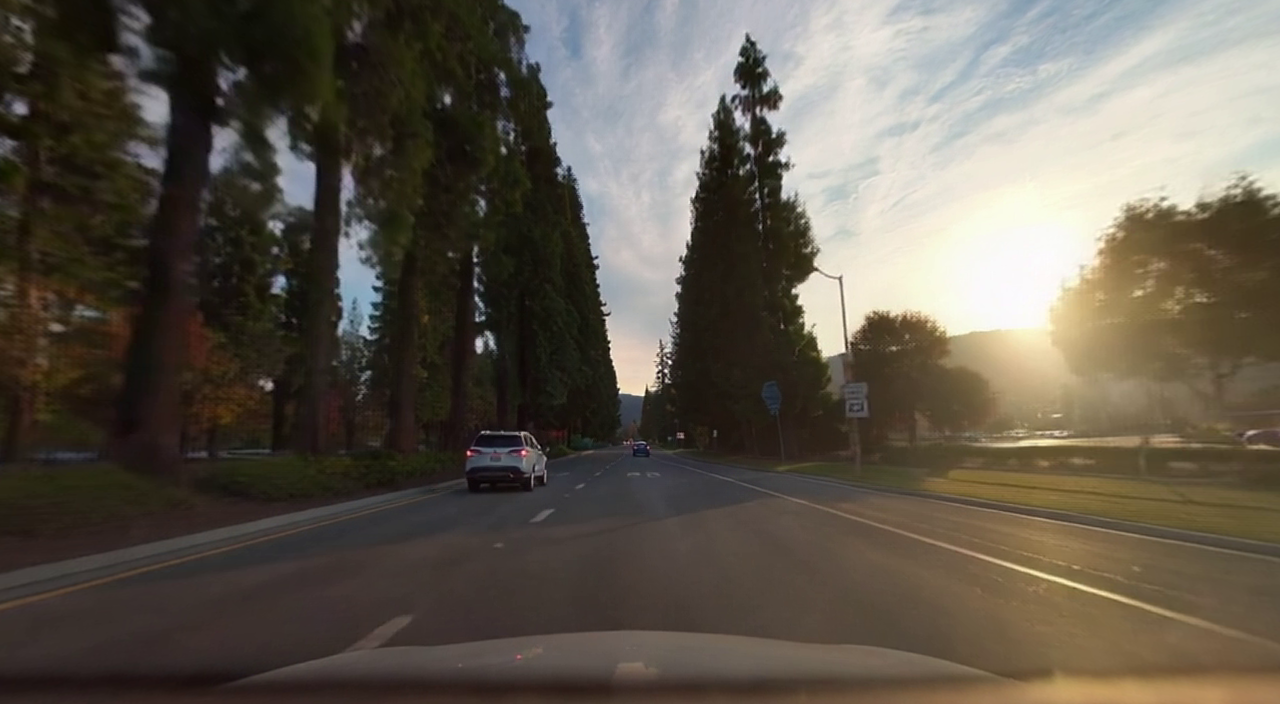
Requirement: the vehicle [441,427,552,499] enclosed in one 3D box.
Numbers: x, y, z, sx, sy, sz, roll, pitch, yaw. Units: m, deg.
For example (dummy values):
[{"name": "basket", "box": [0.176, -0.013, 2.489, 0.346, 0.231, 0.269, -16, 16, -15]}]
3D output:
[{"name": "vehicle", "box": [-3.794, 3.017, 17.539, 2.078, 1.748, 4.279, 0, -8, 0]}]
